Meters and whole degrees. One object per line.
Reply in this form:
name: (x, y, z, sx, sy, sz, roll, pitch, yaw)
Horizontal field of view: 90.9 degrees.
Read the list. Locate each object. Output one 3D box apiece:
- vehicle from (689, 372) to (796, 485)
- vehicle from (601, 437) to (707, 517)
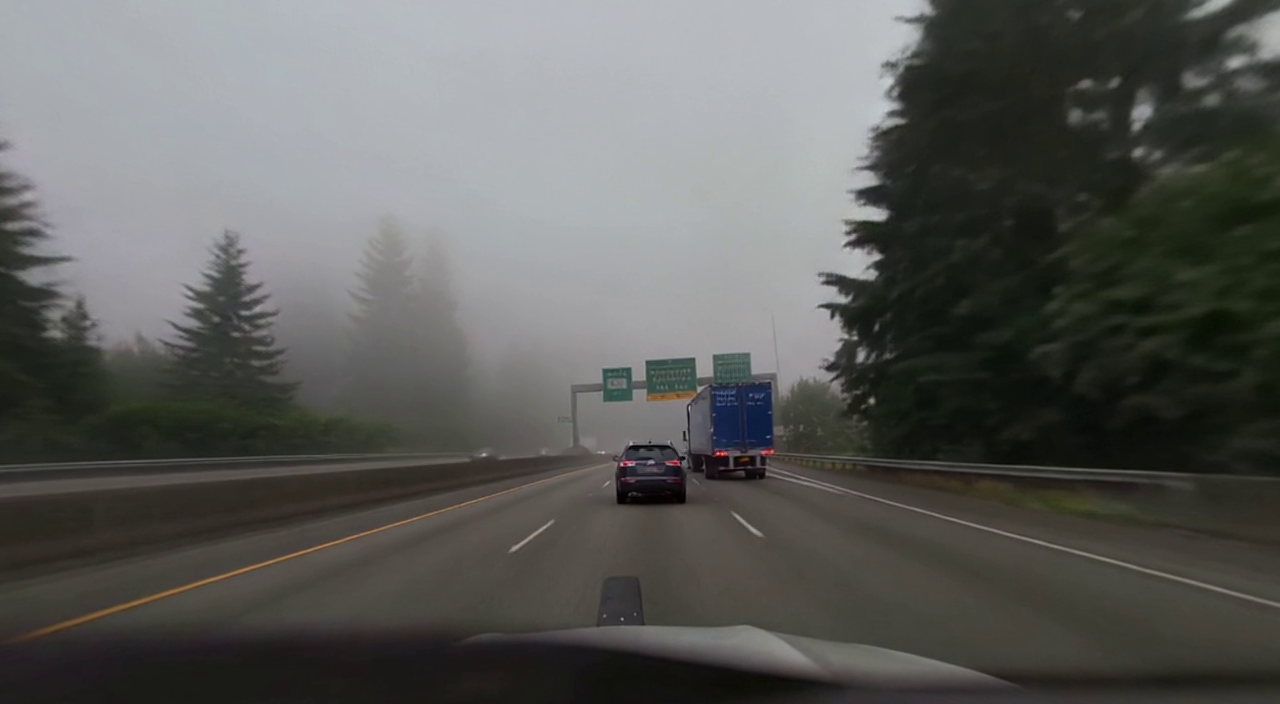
vehicle: (4.176, 3.800, 29.424, 2.960, 4.018, 13.834, 0, -9, 1)
vehicle: (0.280, 2.797, 14.555, 2.039, 1.532, 4.610, 0, -9, 0)
